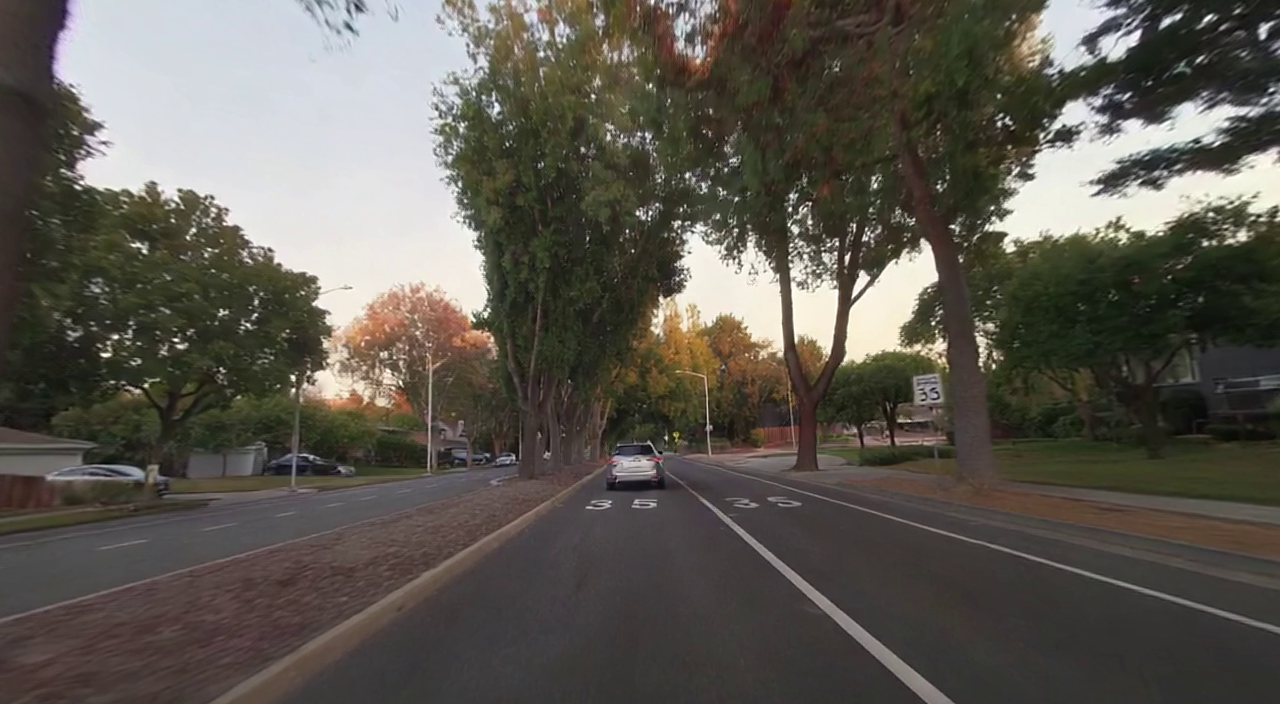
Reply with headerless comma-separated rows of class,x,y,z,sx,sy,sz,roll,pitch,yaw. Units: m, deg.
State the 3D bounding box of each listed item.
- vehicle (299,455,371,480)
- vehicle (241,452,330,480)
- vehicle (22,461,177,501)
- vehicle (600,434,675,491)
vehicle,-21.948,8.339,45.627,4.241,1.500,1.956,-4,-9,1
vehicle,-24.008,7.729,42.937,4.866,1.614,1.911,-2,-9,-4
vehicle,-21.438,5.098,25.186,4.433,1.462,1.834,0,-9,0
vehicle,-0.092,3.558,20.586,2.181,1.639,4.127,0,-9,0
